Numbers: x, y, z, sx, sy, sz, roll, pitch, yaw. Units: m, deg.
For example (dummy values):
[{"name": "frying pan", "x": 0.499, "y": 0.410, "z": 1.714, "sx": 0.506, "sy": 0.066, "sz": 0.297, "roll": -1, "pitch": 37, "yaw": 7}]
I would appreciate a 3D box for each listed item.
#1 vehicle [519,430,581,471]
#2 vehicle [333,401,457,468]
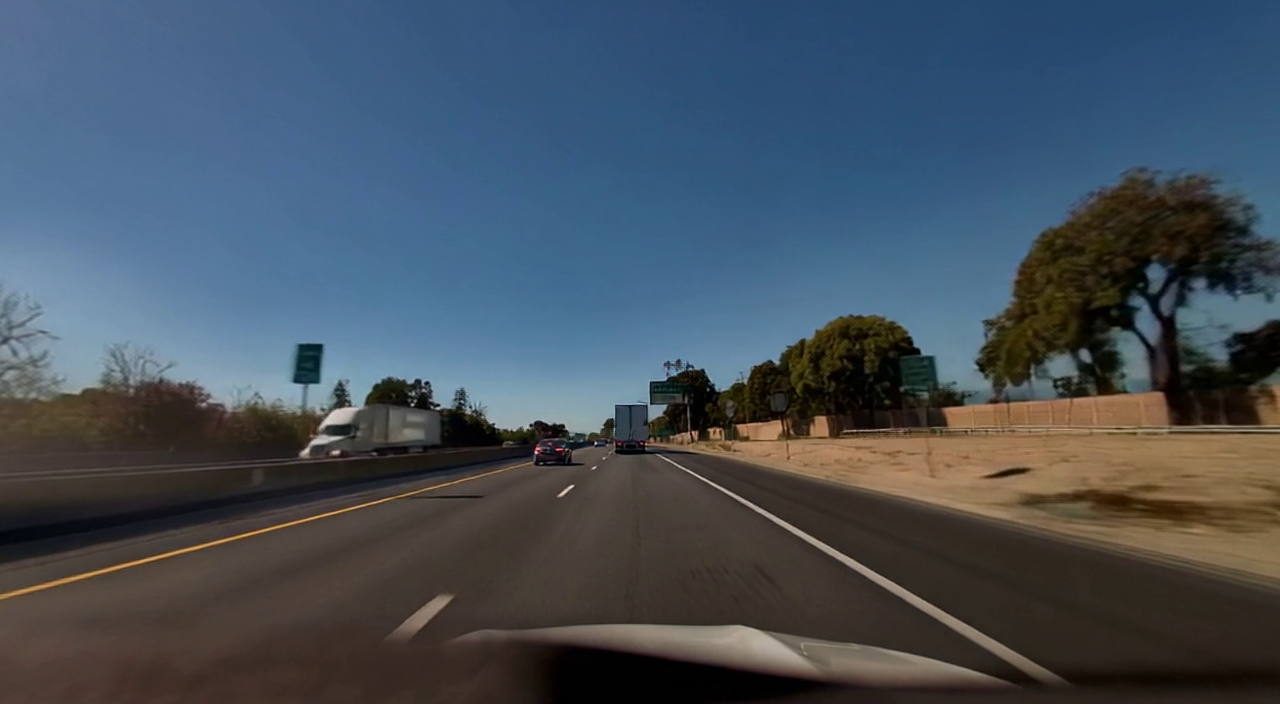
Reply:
[{"name": "vehicle", "x": -3.916, "y": 4.367, "z": 28.314, "sx": 2.123, "sy": 1.655, "sz": 4.688, "roll": 0, "pitch": -8, "yaw": -1}, {"name": "vehicle", "x": -17.067, "y": 6.051, "z": 46.083, "sx": 2.886, "sy": 3.939, "sz": 16.802, "roll": 0, "pitch": -8, "yaw": -2}]
